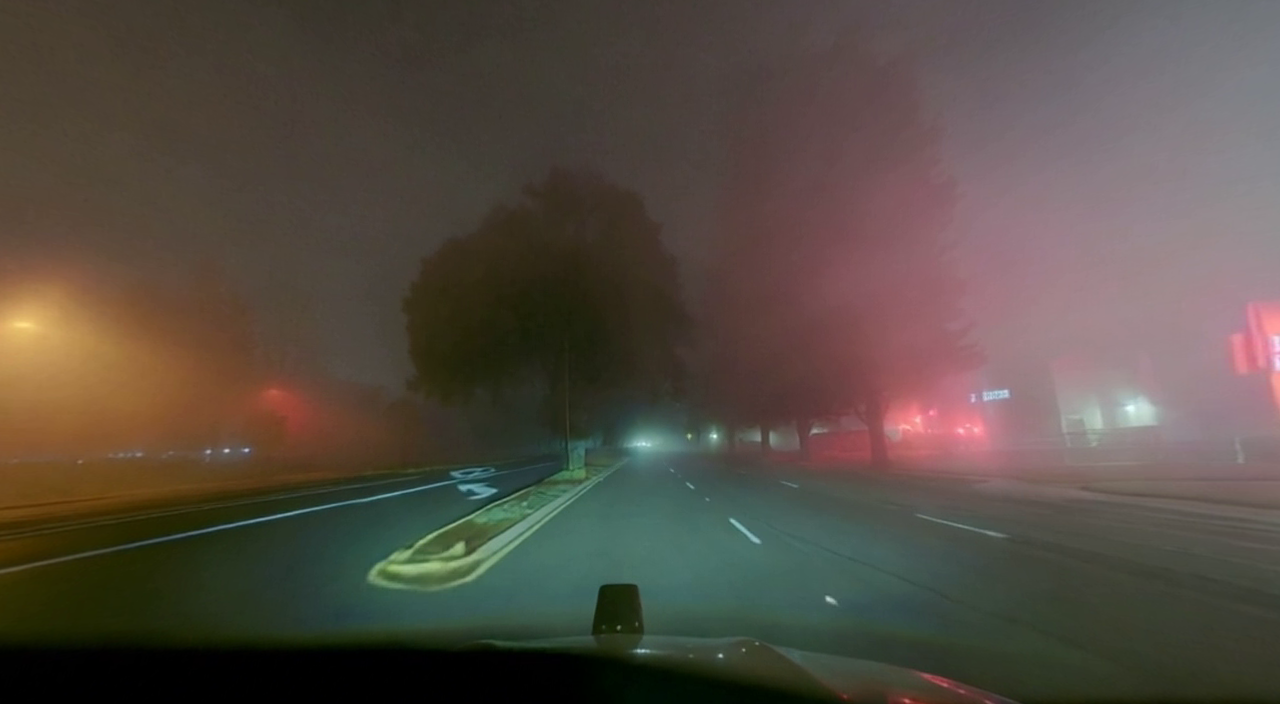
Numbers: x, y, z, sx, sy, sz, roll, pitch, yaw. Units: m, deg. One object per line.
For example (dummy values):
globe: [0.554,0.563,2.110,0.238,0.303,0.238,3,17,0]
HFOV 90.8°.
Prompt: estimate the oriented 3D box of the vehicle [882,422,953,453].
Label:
vehicle: [18.844,5.884,43.286,2.228,1.991,5.447,0,-9,-2]

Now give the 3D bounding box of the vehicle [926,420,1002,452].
vehicle: [22.305,5.841,43.776,2.269,1.949,5.193,-2,-8,-2]
